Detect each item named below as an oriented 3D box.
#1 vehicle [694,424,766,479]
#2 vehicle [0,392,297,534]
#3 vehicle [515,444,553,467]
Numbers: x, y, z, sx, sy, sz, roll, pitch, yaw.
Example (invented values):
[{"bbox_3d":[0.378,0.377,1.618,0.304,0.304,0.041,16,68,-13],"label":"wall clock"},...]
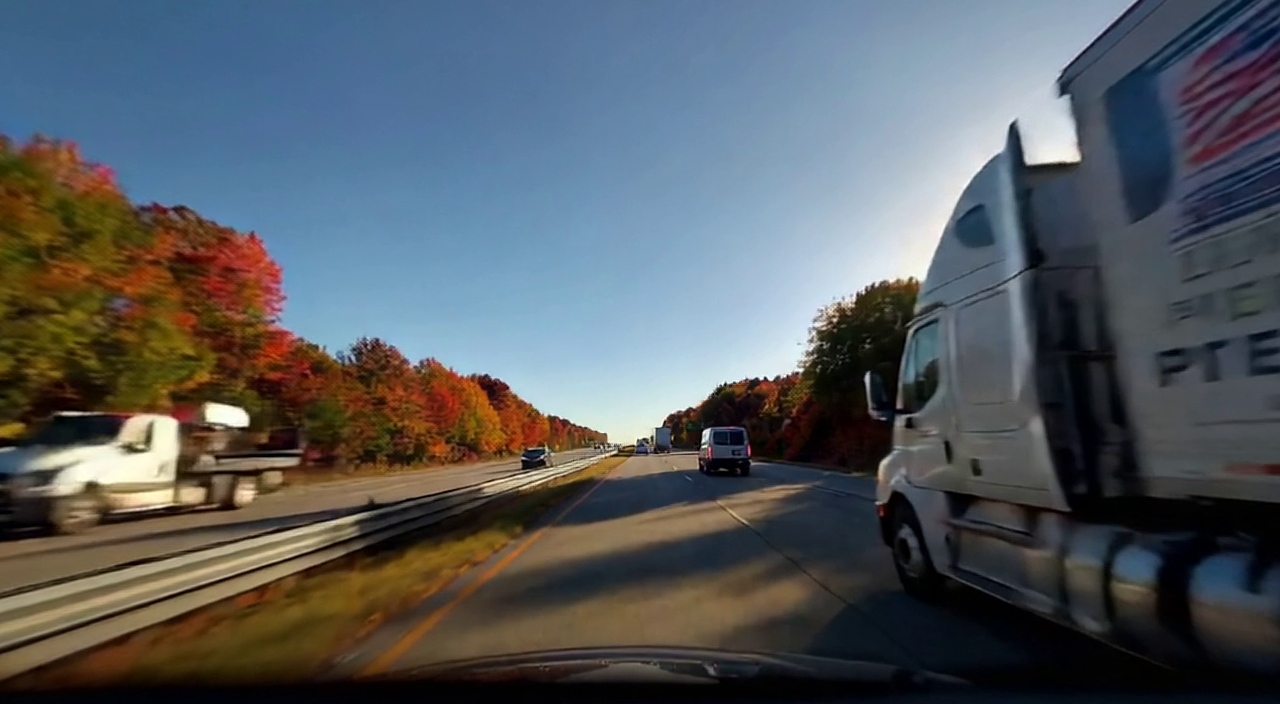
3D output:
[{"bbox_3d":[3.726,4.230,26.966,2.291,2.112,5.052,0,-8,0],"label":"vehicle"},{"bbox_3d":[-11.207,2.529,14.990,2.451,2.664,6.216,0,-8,1],"label":"vehicle"},{"bbox_3d":[-7.232,7.102,43.347,1.872,1.518,4.401,0,-8,0],"label":"vehicle"}]
